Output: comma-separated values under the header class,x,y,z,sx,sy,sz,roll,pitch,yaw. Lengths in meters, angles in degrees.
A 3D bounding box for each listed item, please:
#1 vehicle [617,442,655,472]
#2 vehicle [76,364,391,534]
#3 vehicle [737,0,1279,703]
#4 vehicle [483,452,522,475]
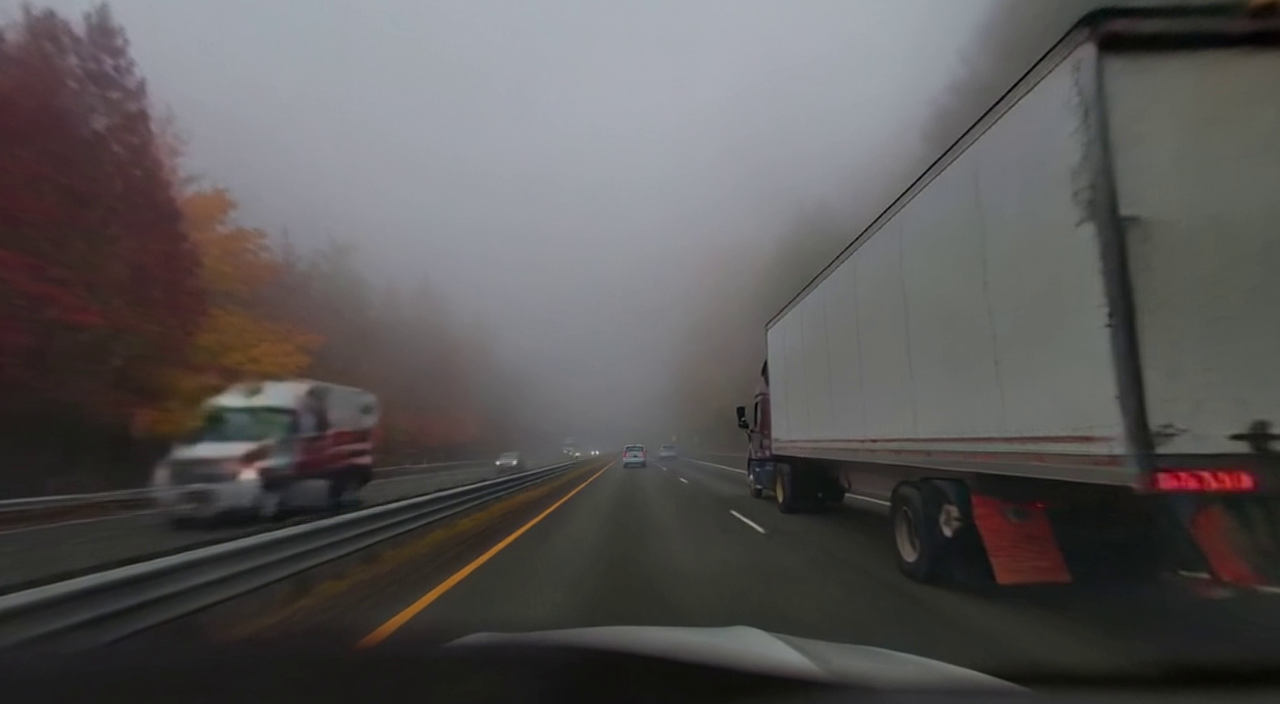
class,x,y,z,sx,sy,sz,roll,pitch,yaw
vehicle,-0.259,6.359,38.194,2.151,1.693,4.201,0,-9,-1
vehicle,-9.010,2.374,15.363,2.775,3.102,7.295,-1,-9,0
vehicle,4.217,0.729,9.837,3.068,4.042,13.787,0,-9,0
vehicle,-9.603,7.822,44.094,1.841,1.503,3.978,-1,-9,0
